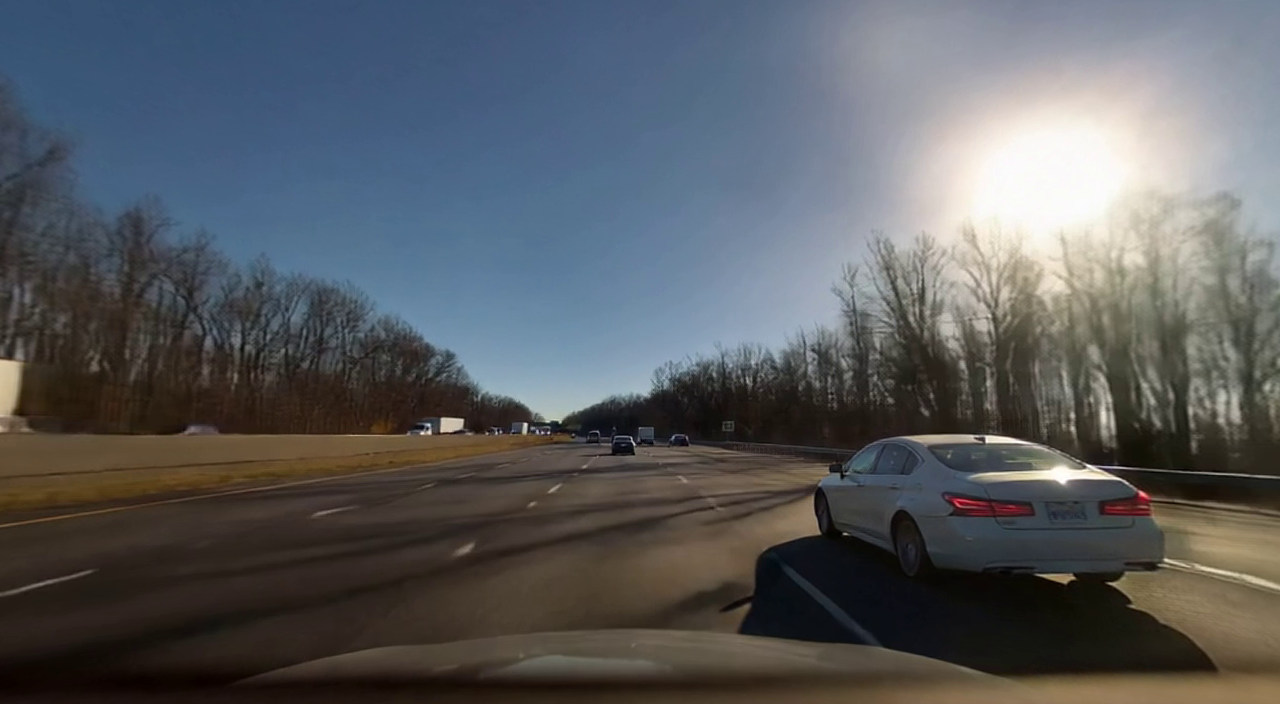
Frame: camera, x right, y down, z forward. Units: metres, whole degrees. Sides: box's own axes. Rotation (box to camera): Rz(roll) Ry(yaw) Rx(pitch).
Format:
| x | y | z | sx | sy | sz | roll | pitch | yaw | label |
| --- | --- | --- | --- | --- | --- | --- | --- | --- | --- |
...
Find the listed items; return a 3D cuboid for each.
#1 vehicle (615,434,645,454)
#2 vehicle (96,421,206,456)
| x | y | z | sx | sy | sz | roll | pitch | yaw | label |
| --- | --- | --- | --- | --- | --- | --- | --- | --- | --- |
| -0.763 | 6.816 | 46.733 | 2.121 | 1.445 | 4.187 | 0 | -8 | -2 | vehicle |
| -22.599 | 4.026 | 29.279 | 1.798 | 1.495 | 4.230 | 0 | -8 | -1 | vehicle |
